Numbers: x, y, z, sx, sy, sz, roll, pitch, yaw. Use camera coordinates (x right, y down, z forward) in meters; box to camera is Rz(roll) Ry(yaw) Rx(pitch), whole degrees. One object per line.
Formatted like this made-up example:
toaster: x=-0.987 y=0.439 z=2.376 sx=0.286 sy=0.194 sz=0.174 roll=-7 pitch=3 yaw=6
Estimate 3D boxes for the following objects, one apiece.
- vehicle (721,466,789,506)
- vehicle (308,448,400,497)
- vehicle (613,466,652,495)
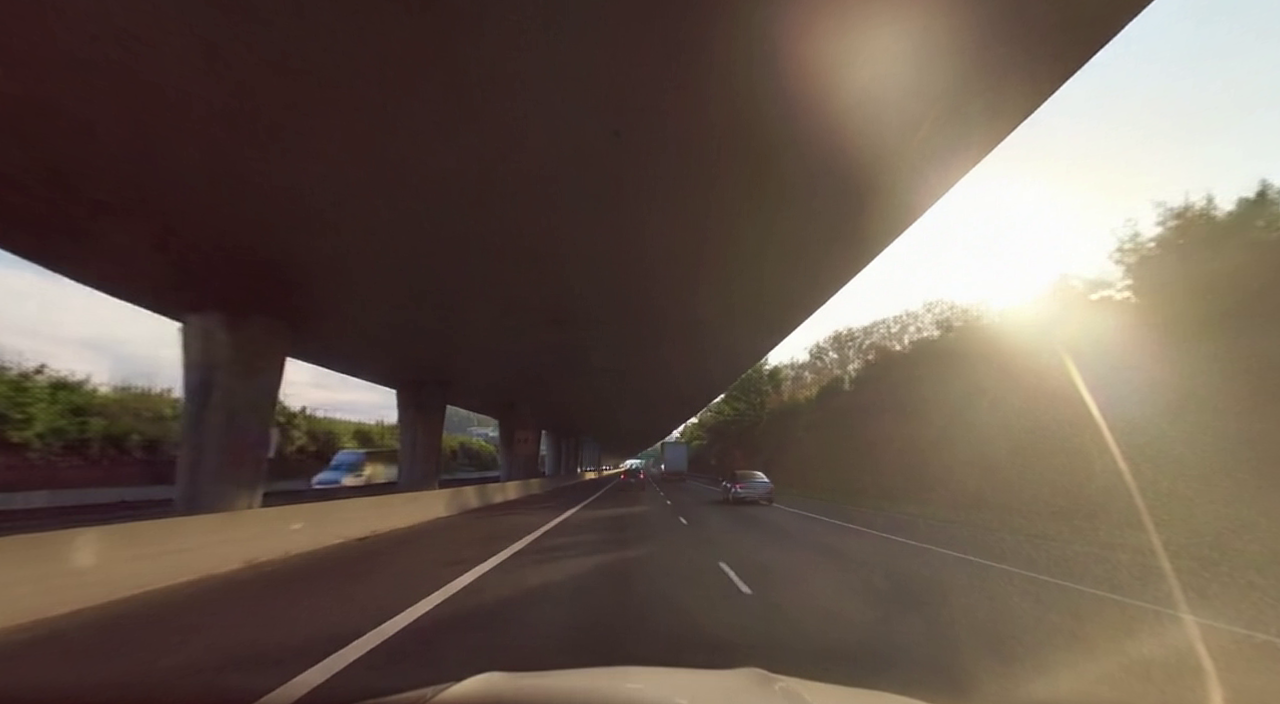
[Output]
vehicle: x=4.665 y=5.494 z=26.164 sx=1.897 sy=1.476 sz=4.334 roll=1 pitch=-10 yaw=-2
vehicle: x=-15.747 y=6.680 z=35.114 sx=2.326 sy=2.432 sz=5.777 roll=1 pitch=-10 yaw=0
vehicle: x=-0.411 y=6.927 z=34.150 sx=2.010 sy=1.436 sz=3.973 roll=1 pitch=-10 yaw=-1
